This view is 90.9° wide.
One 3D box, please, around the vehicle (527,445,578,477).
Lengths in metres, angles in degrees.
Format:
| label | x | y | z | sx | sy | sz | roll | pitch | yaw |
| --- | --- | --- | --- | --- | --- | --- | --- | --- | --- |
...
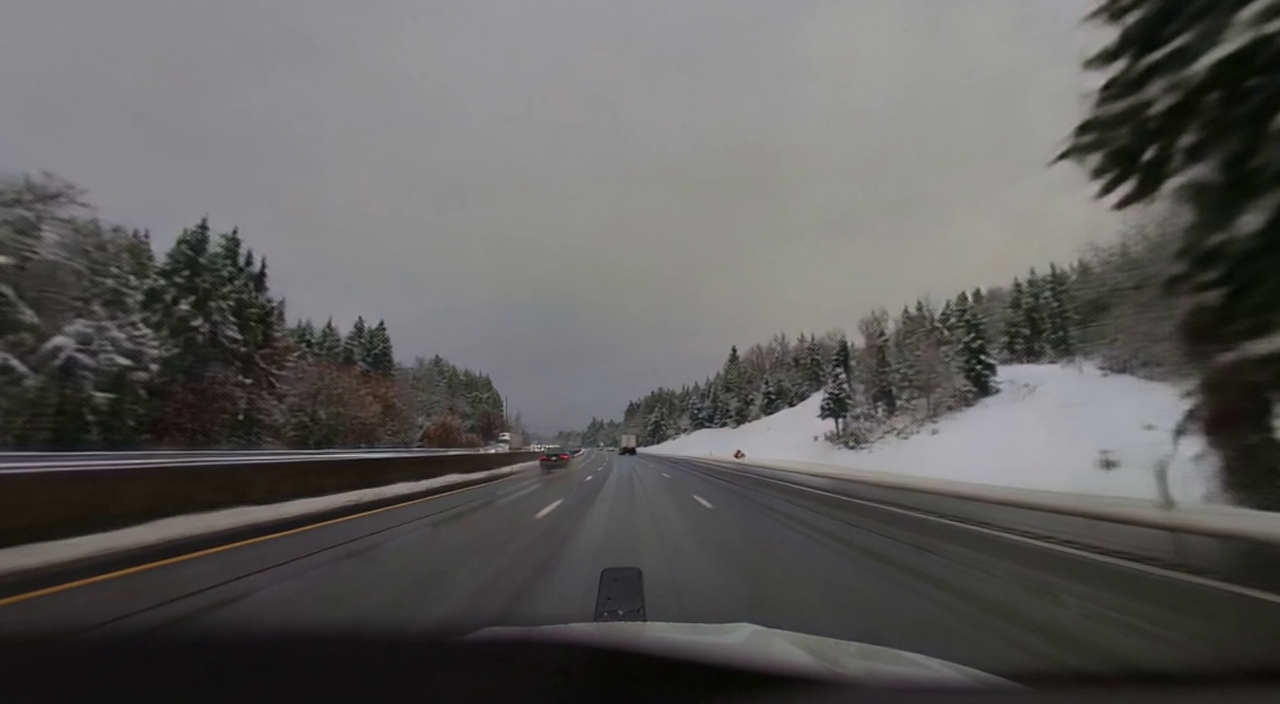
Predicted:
| label | x | y | z | sx | sy | sz | roll | pitch | yaw |
| --- | --- | --- | --- | --- | --- | --- | --- | --- | --- |
| vehicle | -4.474 | 5.657 | 32.952 | 2.022 | 1.513 | 4.613 | 0 | -9 | 0 |
